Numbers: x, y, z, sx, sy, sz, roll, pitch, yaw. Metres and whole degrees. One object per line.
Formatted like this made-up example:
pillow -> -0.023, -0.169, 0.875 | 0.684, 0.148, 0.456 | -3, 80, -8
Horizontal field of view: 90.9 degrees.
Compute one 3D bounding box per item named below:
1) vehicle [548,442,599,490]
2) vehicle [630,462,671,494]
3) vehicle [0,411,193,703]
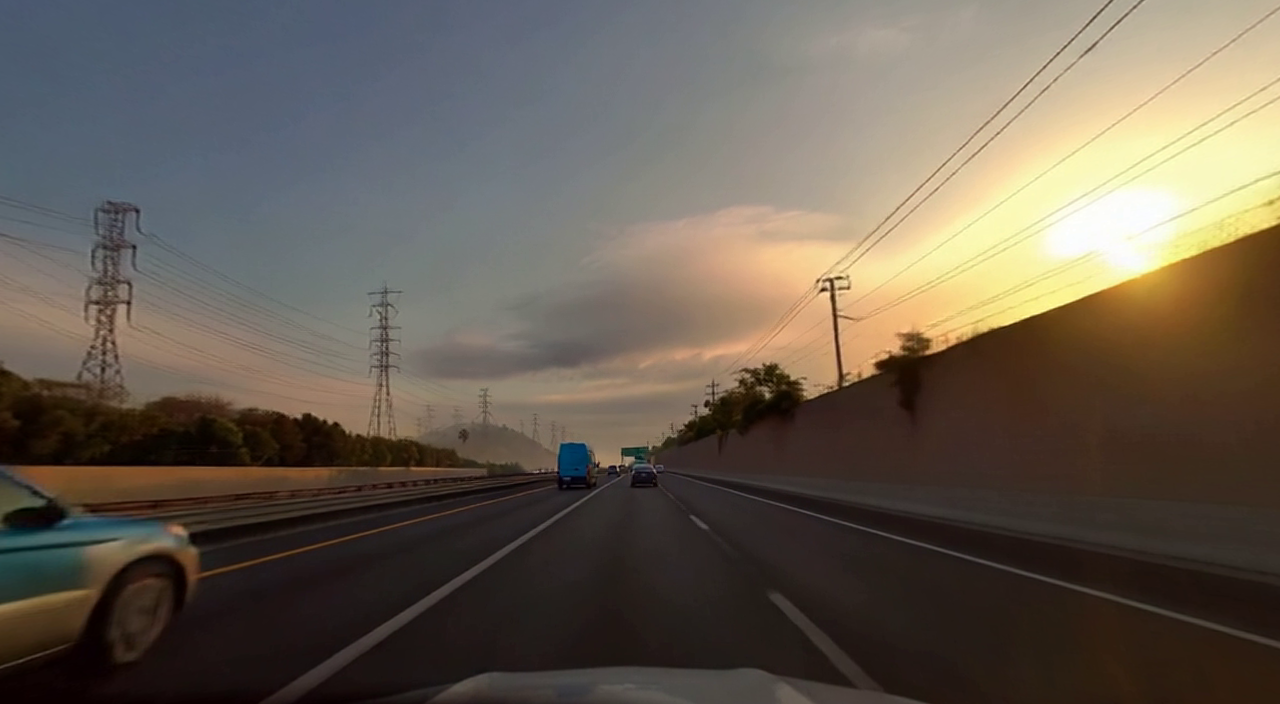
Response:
vehicle -> -3.909, 7.008, 38.612 | 2.394, 2.609, 6.875 | 1, -11, 0
vehicle -> 0.521, 6.587, 33.028 | 2.006, 1.554, 3.863 | 1, -11, 0
vehicle -> -4.343, 0.902, 2.302 | 2.023, 1.541, 4.543 | 1, -11, 0
